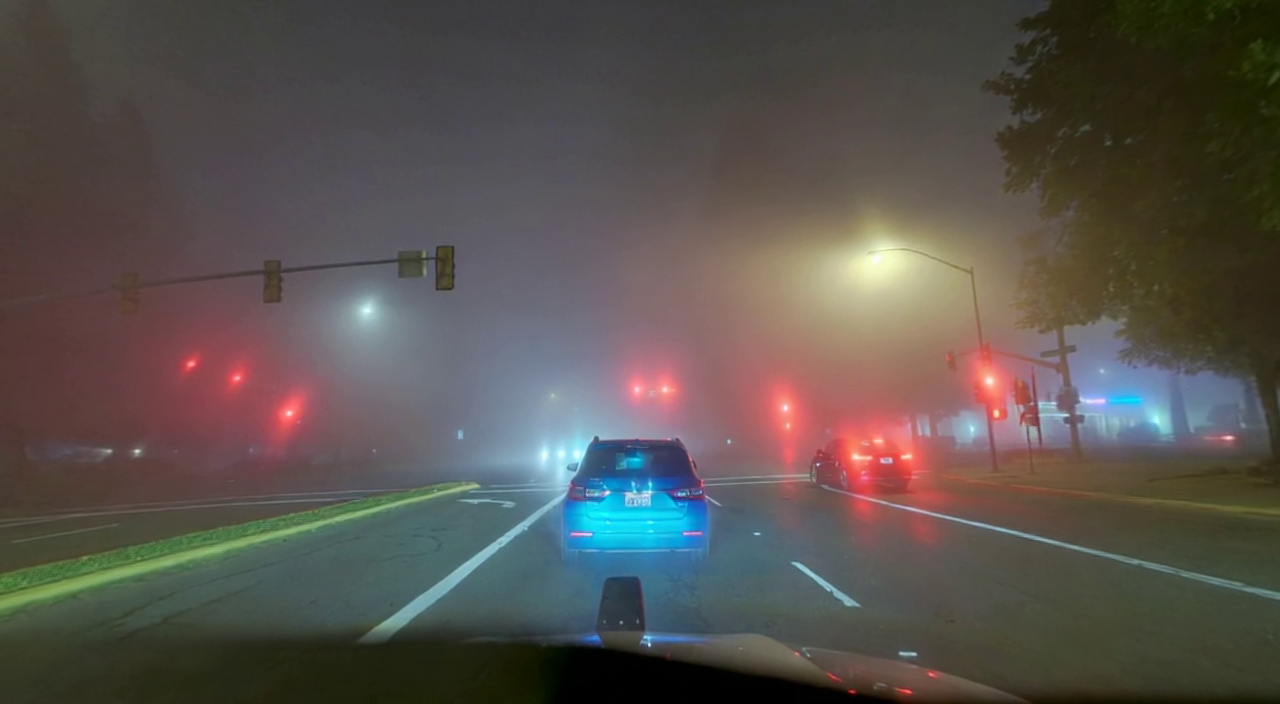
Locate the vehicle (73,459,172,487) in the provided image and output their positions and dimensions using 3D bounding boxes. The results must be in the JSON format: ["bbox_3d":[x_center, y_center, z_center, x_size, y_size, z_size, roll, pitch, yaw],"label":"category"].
[{"bbox_3d":[-32.377,7.556,39.649,4.401,1.625,1.863,0,-8,-4],"label":"vehicle"}]

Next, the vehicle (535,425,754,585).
[{"bbox_3d":[-0.014,1.763,8.145,2.070,1.488,4.206,0,-8,-2],"label":"vehicle"}]

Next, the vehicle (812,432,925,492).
[{"bbox_3d":[7.060,3.440,20.073,2.039,1.692,4.319,0,-8,1],"label":"vehicle"}]
